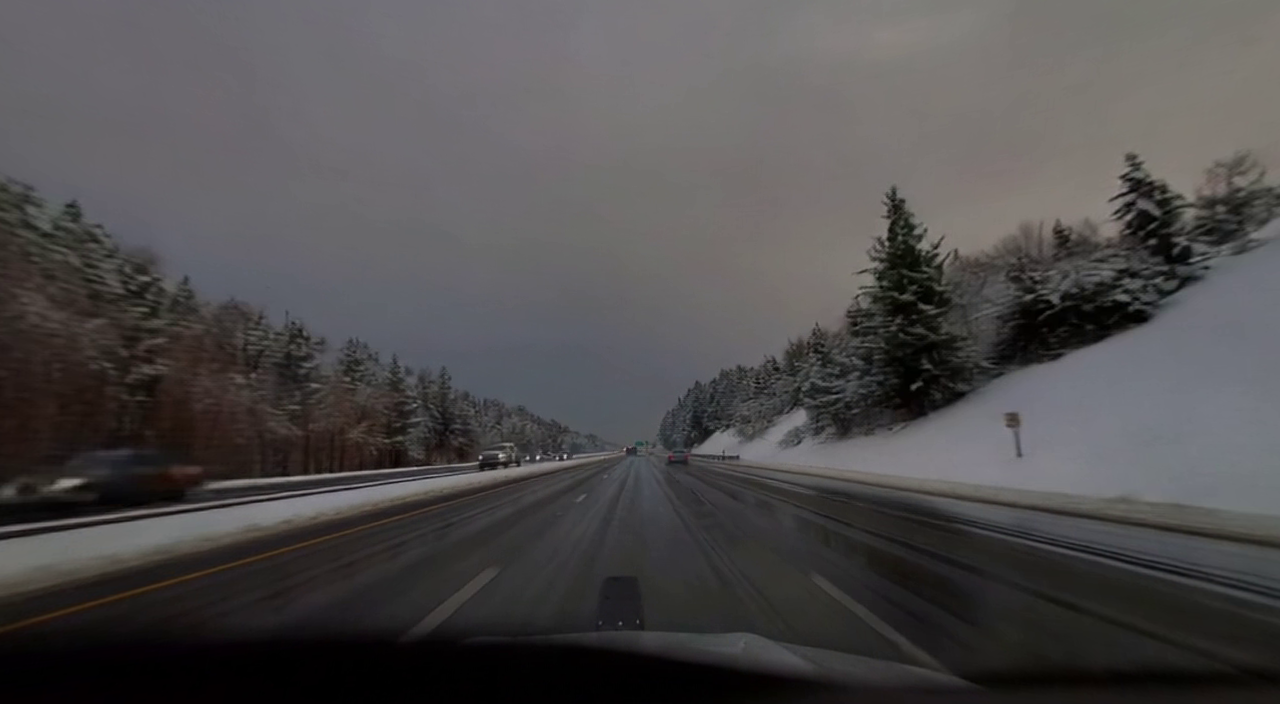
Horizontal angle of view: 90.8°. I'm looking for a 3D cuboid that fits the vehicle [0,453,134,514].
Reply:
[{"bbox_3d":[-16.278,3.484,17.139,1.789,1.446,3.886,0,-9,0],"label":"vehicle"}]
